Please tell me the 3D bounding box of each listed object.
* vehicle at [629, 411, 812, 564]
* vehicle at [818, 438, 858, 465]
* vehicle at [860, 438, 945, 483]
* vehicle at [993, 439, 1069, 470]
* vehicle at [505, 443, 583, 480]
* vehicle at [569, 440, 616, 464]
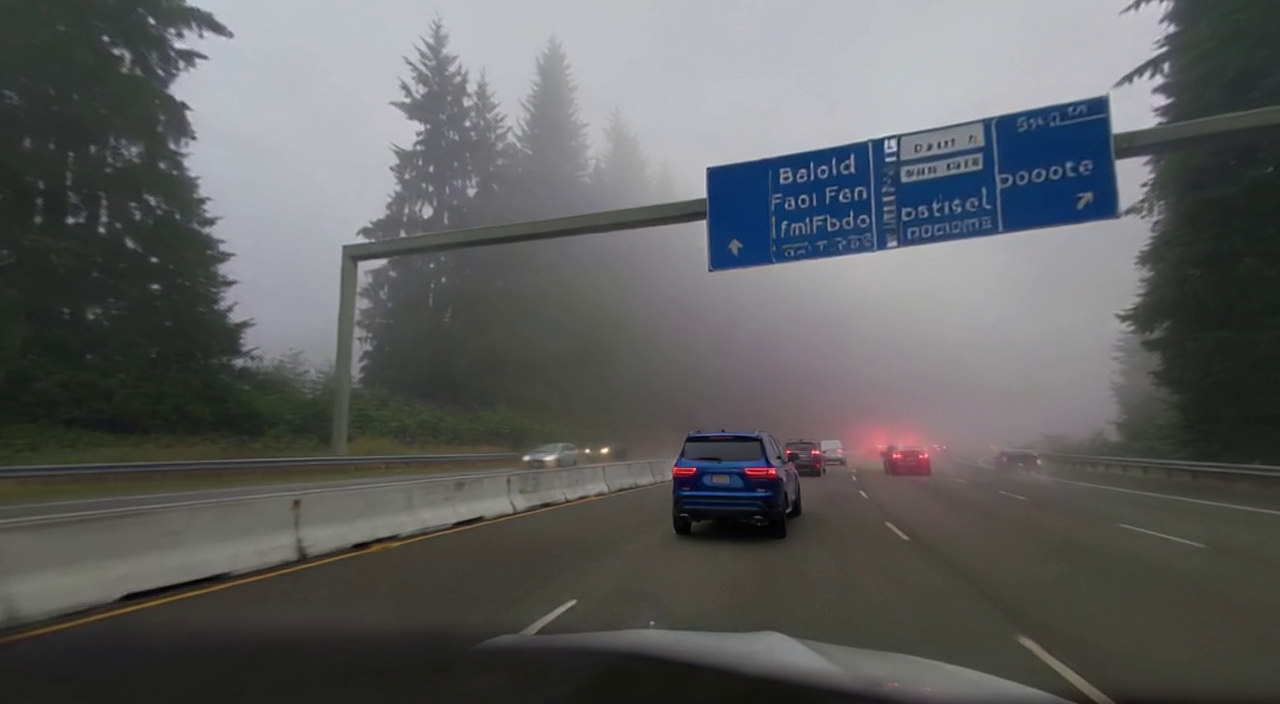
[{"bbox_3d":[1.393,1.789,9.075,2.021,1.635,4.085,-2,-9,15],"label":"vehicle"},{"bbox_3d":[12.537,6.308,40.140,1.857,1.584,3.976,-1,-8,9],"label":"vehicle"},{"bbox_3d":[9.381,3.894,22.918,1.962,1.442,4.536,-2,-8,11],"label":"vehicle"},{"bbox_3d":[19.950,5.223,32.335,1.990,1.478,4.475,-2,-9,15],"label":"vehicle"},{"bbox_3d":[-4.359,5.035,29.391,1.917,1.566,4.370,-2,-9,16],"label":"vehicle"},{"bbox_3d":[-3.531,7.652,48.282,1.989,1.703,4.959,-3,-9,16],"label":"vehicle"}]
